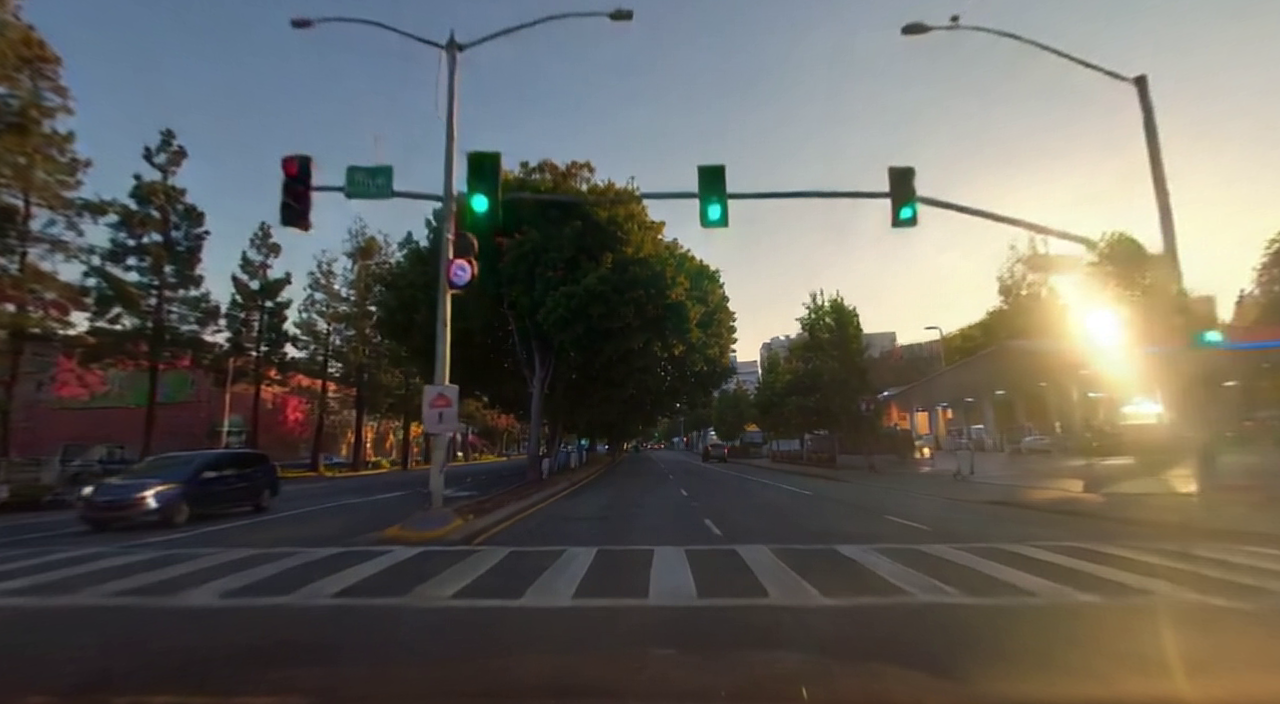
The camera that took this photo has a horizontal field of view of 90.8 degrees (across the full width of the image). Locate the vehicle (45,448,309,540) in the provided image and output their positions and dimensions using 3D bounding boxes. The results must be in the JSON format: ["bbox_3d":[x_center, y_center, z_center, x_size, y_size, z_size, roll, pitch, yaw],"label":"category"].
[{"bbox_3d":[-9.147,2.797,13.156,2.029,1.452,4.598,-3,-9,0],"label":"vehicle"}]

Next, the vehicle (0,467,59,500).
[{"bbox_3d":[-36.367,7.462,36.070,4.645,1.728,2.059,-2,-9,7],"label":"vehicle"}]

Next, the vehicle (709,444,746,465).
[{"bbox_3d":[6.509,7.657,47.297,1.990,1.508,4.426,0,-9,-2],"label":"vehicle"}]
